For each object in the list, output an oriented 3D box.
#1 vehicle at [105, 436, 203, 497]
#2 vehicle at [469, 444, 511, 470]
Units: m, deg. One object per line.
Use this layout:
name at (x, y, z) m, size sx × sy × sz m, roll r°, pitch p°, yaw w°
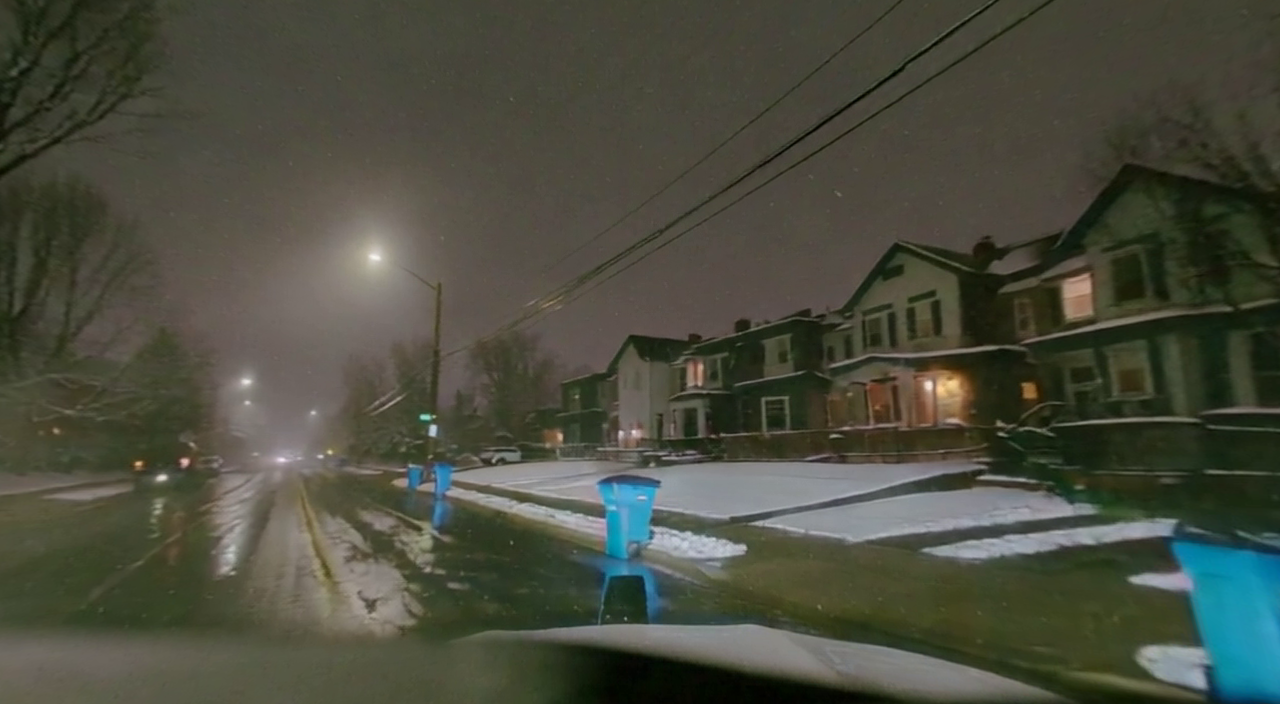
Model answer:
vehicle at (-21.470, 5.005, 28.151) m, size 2.223 × 2.115 × 5.707 m, roll 11°, pitch -10°, yaw -27°
vehicle at (-11.685, 8.103, 48.874) m, size 1.936 × 1.687 × 4.714 m, roll 1°, pitch -6°, yaw -28°
